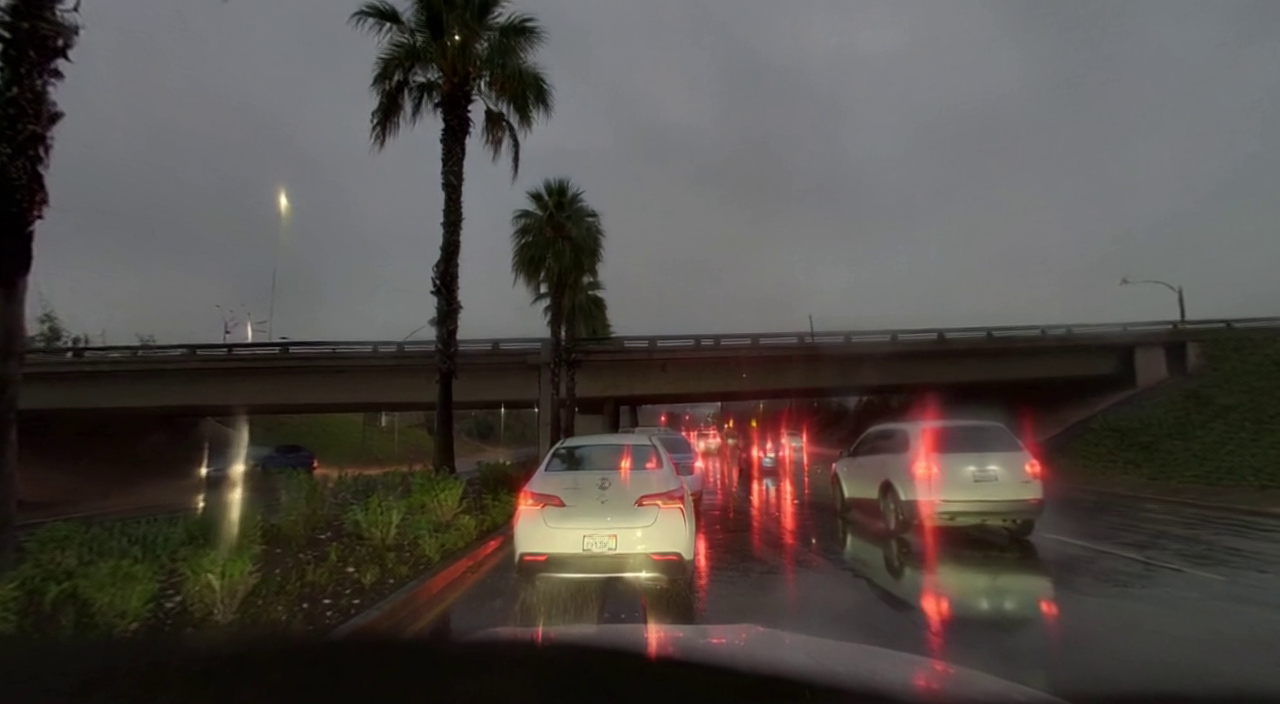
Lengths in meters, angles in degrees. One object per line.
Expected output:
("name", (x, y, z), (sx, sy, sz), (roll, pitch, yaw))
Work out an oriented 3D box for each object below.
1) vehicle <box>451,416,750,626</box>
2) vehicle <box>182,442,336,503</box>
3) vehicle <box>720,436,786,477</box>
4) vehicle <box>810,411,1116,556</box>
("vehicle", (-0.235, 1.531, 6.646), (2.172, 1.506, 4.018), (0, -9, 2))
("vehicle", (-11.784, 3.714, 19.874), (2.084, 1.704, 4.485), (0, -9, -1))
("vehicle", (4.619, 4.353, 26.398), (2.034, 1.517, 4.840), (0, -9, 2))
("vehicle", (4.277, 1.837, 9.505), (2.149, 1.609, 4.807), (0, -9, 1))
